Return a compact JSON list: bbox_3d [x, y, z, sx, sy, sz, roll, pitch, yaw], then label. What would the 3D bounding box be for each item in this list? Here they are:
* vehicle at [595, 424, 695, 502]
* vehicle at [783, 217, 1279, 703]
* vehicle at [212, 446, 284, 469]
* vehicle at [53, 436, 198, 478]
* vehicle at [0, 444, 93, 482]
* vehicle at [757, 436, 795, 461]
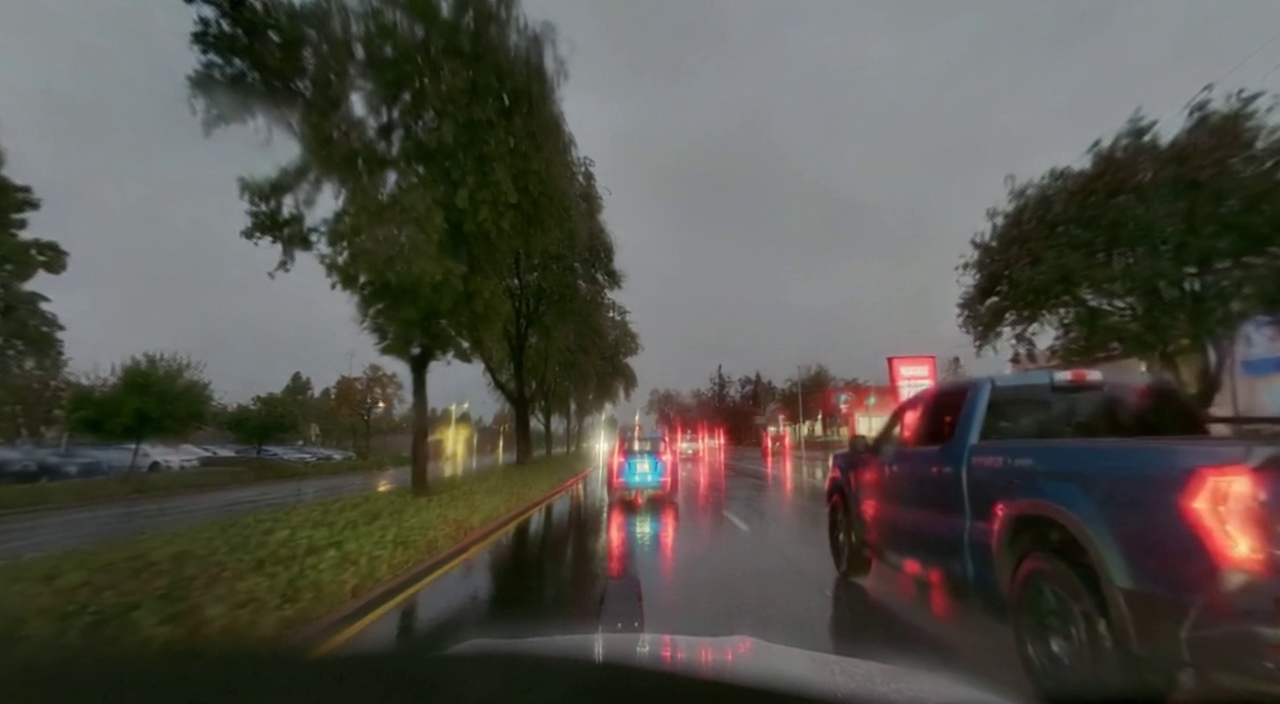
[{"bbox_3d":[0.096,2.692,15.587,2.145,1.650,4.021,0,-9,0],"label":"vehicle"},{"bbox_3d":[3.295,0.998,5.162,2.731,2.101,6.047,0,-9,-1],"label":"vehicle"},{"bbox_3d":[-28.191,7.594,45.320,3.894,1.527,1.872,-1,-10,-1],"label":"vehicle"},{"bbox_3d":[-32.285,6.644,40.049,2.664,2.215,7.903,-3,-9,-1],"label":"vehicle"},{"bbox_3d":[-27.625,4.964,28.282,4.225,1.555,1.852,1,-8,-2],"label":"vehicle"},{"bbox_3d":[9.140,6.539,42.595,2.091,1.612,4.121,-1,-9,6],"label":"vehicle"}]
